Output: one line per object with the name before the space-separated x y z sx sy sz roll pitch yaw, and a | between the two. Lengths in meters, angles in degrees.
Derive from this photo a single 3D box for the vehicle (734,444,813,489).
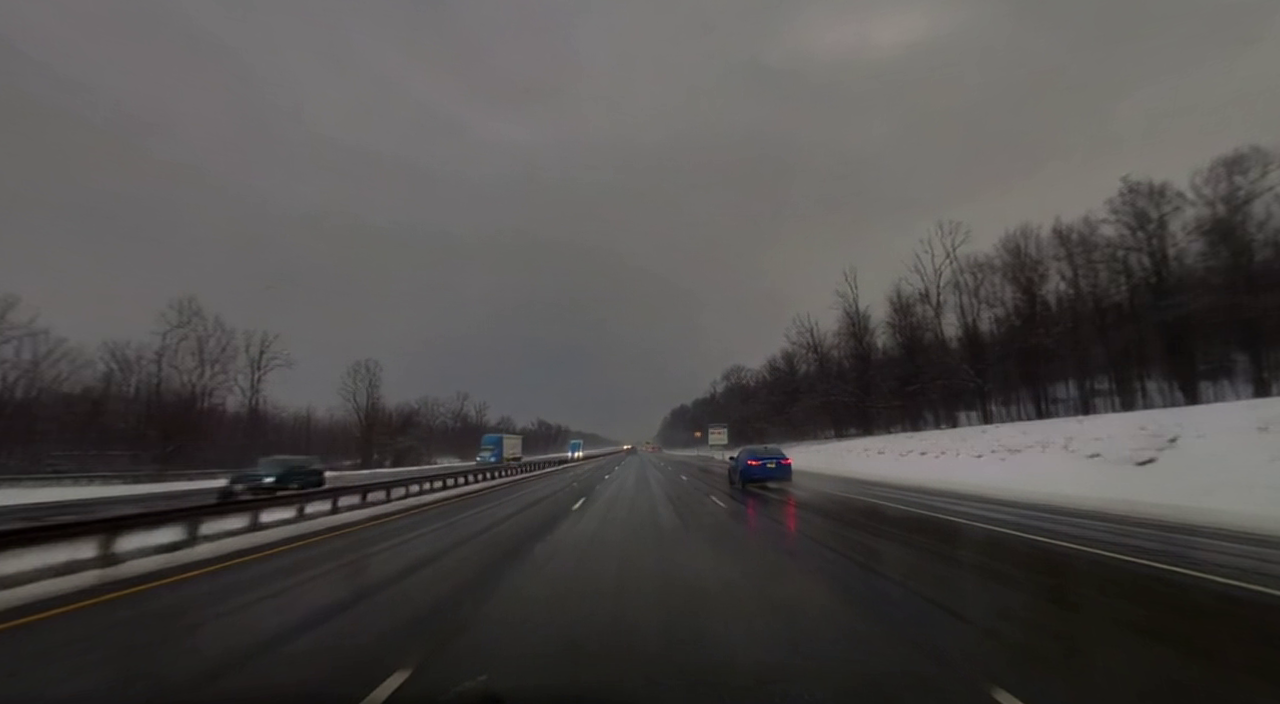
vehicle | 4.812 4.170 23.268 1.967 1.472 3.751 0 -9 -2

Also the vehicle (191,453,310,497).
vehicle | -15.252 4.806 25.041 1.873 1.539 4.379 0 -9 0
